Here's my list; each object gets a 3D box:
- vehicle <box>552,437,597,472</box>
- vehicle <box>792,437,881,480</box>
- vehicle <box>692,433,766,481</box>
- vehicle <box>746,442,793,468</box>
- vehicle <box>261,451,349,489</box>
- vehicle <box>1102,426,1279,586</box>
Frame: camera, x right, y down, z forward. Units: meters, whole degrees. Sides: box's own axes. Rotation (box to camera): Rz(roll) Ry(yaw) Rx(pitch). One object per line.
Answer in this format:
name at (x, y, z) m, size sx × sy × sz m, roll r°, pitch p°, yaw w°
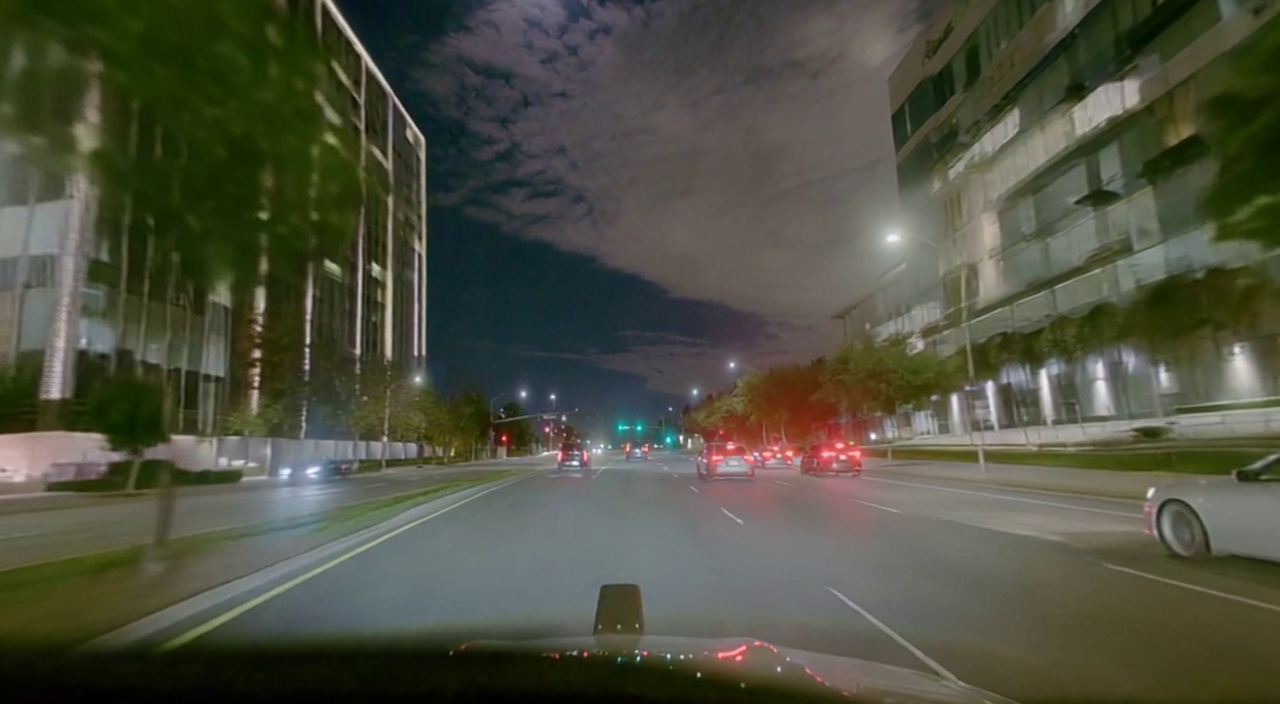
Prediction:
vehicle at (-3.510, 5.603, 34.732) m, size 2.155 × 1.797 × 3.989 m, roll 0°, pitch -8°, yaw -2°
vehicle at (7.578, 4.162, 24.908) m, size 1.944 × 1.503 × 4.723 m, roll 0°, pitch -8°, yaw -1°
vehicle at (3.470, 4.219, 25.611) m, size 2.152 × 1.742 × 4.704 m, roll 0°, pitch -8°, yaw -2°
vehicle at (7.749, 6.189, 38.144) m, size 1.884 × 1.478 × 4.164 m, roll 0°, pitch -8°, yaw -1°
vehicle at (-16.688, 5.840, 31.745) m, size 1.954 × 1.699 × 4.542 m, roll 0°, pitch -8°, yaw 0°
vehicle at (6.755, 1.387, 5.688) m, size 1.830 × 1.443 × 4.351 m, roll 0°, pitch -8°, yaw -1°
